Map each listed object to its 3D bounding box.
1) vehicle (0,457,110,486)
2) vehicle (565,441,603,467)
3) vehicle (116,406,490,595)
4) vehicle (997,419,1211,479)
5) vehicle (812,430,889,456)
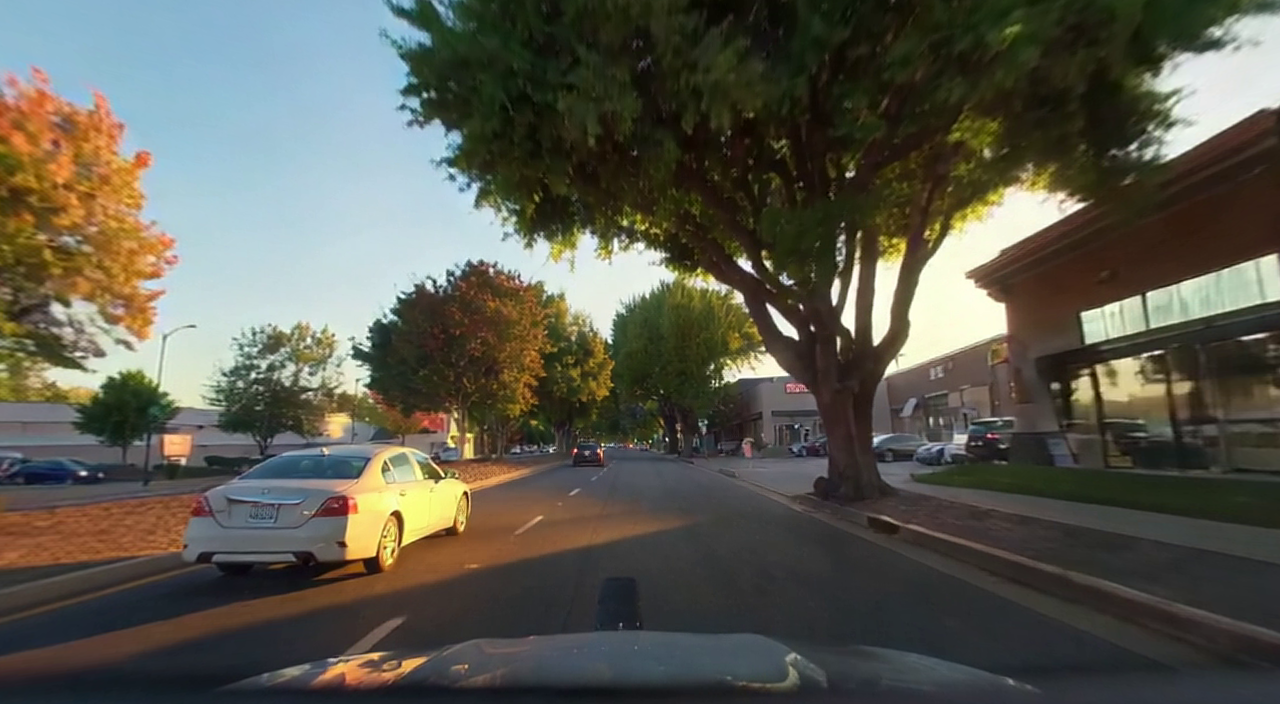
[{"bbox_3d":[-34.258,6.976,37.131,1.921,1.506,5.032,0,-9,-2],"label":"vehicle"},{"bbox_3d":[-3.363,6.214,38.573,1.955,1.461,4.396,0,-9,0],"label":"vehicle"},{"bbox_3d":[-3.533,1.660,7.929,2.126,1.655,4.560,0,-9,0],"label":"vehicle"},{"bbox_3d":[13.381,2.834,18.447,4.697,1.518,1.990,-1,-9,-3],"label":"vehicle"},{"bbox_3d":[13.376,5.813,40.321,4.165,1.650,1.946,0,-9,-2],"label":"vehicle"}]
